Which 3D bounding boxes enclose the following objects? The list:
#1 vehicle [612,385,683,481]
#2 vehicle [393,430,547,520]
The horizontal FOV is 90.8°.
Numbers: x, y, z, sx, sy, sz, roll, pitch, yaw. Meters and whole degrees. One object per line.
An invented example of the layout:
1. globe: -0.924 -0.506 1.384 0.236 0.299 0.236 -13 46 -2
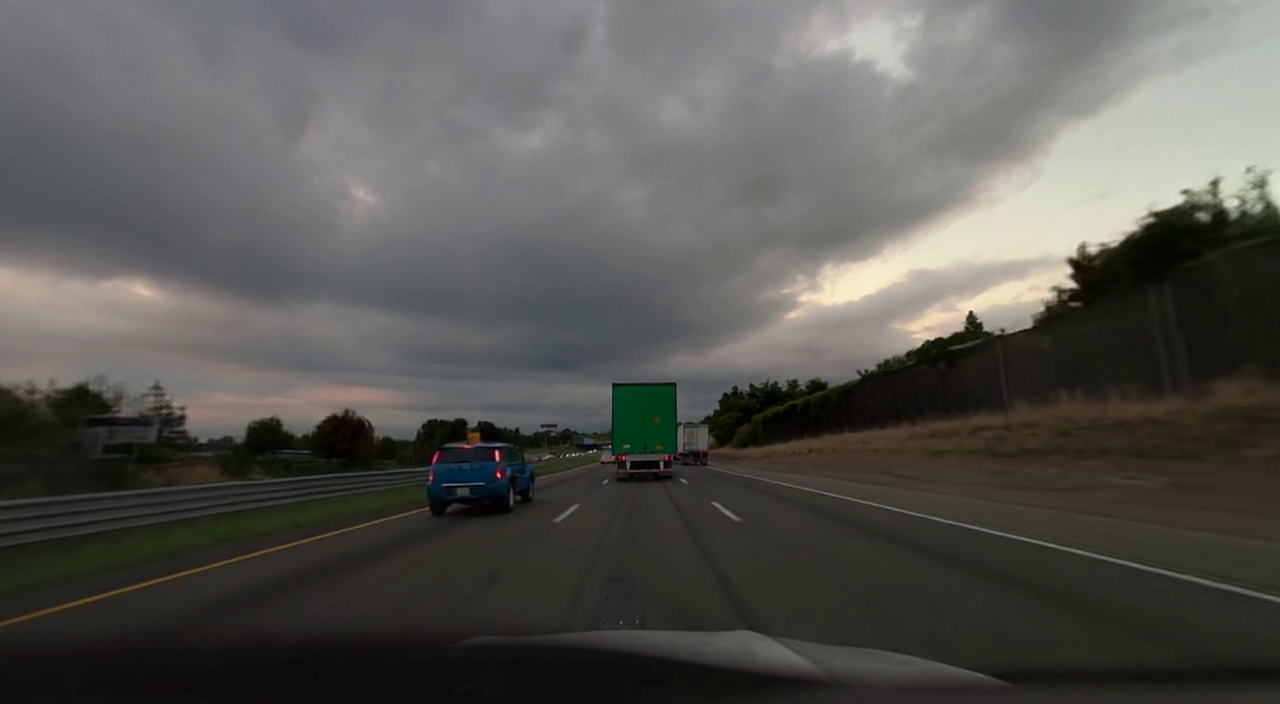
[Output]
1. vehicle: 0.329 4.257 32.126 2.932 4.042 11.054 0 -9 0
2. vehicle: -3.530 2.662 14.129 2.173 1.657 4.401 0 -9 1
